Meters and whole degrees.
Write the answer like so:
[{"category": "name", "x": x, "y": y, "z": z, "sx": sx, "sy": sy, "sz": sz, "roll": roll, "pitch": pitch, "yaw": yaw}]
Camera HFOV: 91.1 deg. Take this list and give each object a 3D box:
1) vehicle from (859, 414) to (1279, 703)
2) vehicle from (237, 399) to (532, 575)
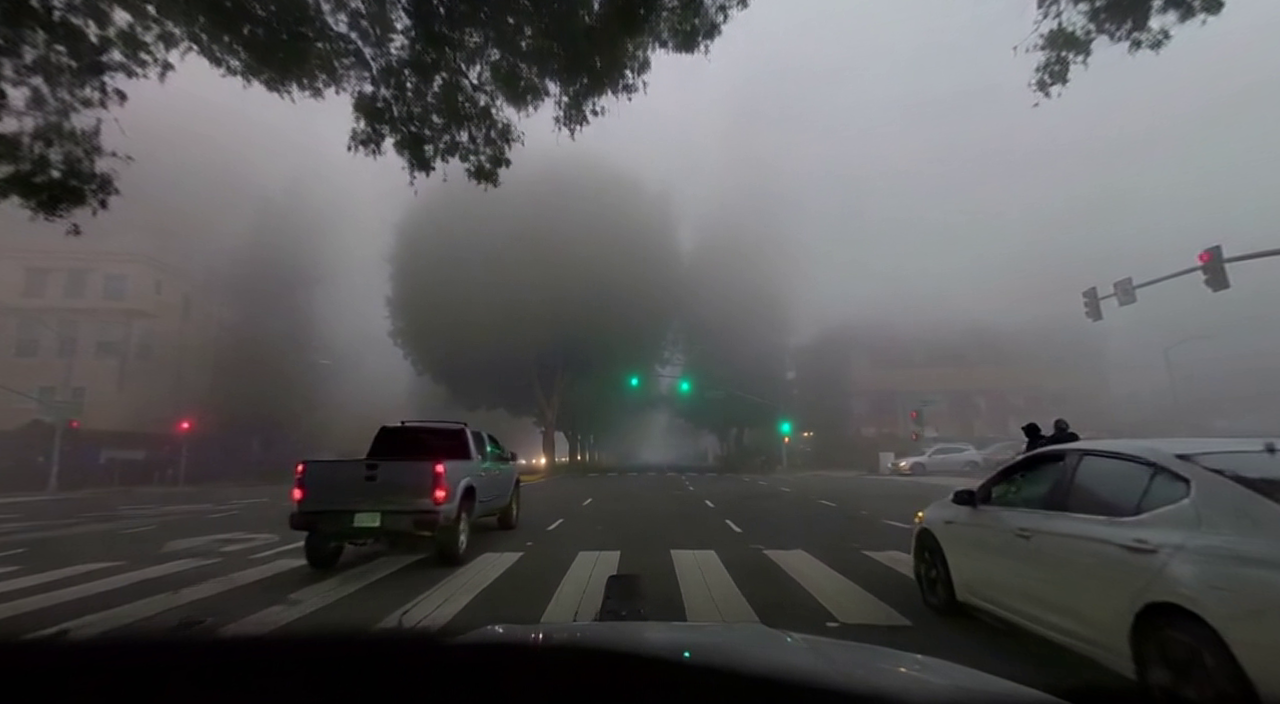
[{"category": "vehicle", "x": 3.172, "y": 1.216, "z": 3.931, "sx": 1.990, "sy": 1.454, "sz": 4.490, "roll": 0, "pitch": -8, "yaw": 0}, {"category": "vehicle", "x": -3.204, "y": 1.836, "z": 9.380, "sx": 2.231, "sy": 1.898, "sz": 4.985, "roll": 0, "pitch": -8, "yaw": 1}]
